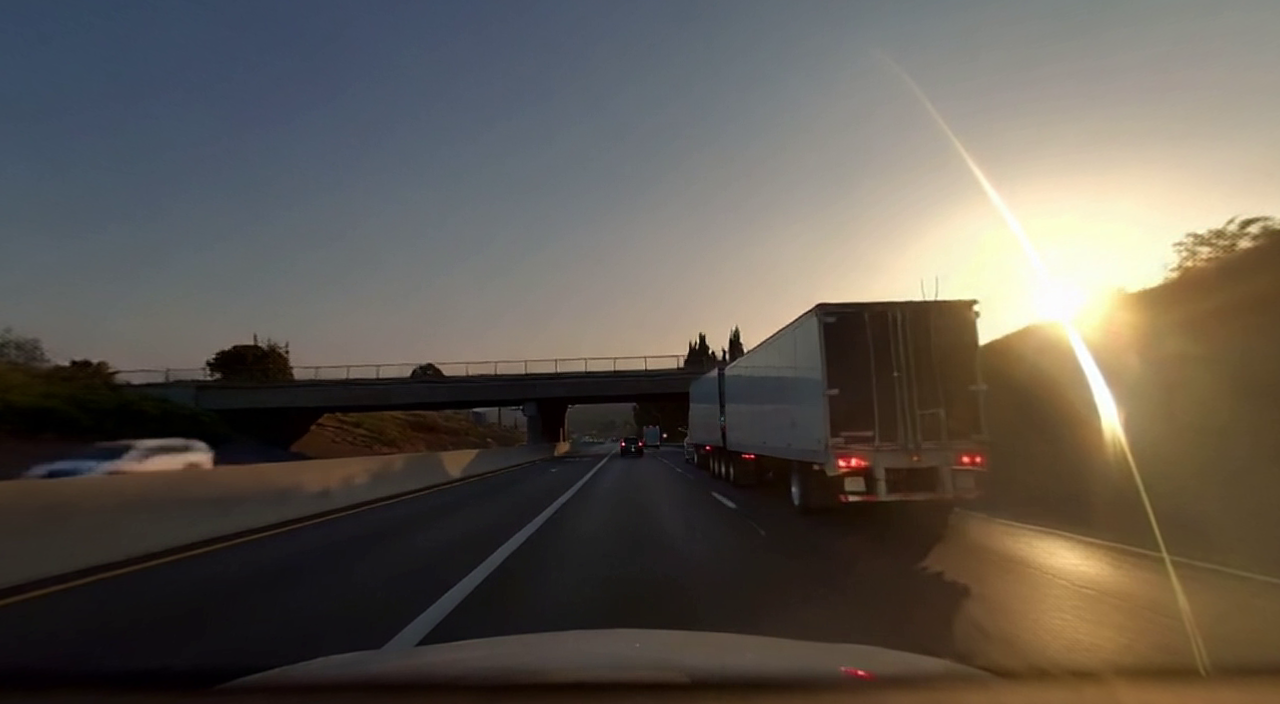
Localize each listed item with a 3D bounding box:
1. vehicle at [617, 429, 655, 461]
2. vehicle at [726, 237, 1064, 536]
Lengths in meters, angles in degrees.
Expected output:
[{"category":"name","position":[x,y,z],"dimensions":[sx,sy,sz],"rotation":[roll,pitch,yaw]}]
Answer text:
[{"category":"vehicle","position":[-0.336,6.326,42.915],"dimensions":[2.456,2.007,4.728],"rotation":[0,-8,-1]},{"category":"vehicle","position":[3.896,0.992,12.635],"dimensions":[2.967,3.961,8.660],"rotation":[0,-8,-1]}]
